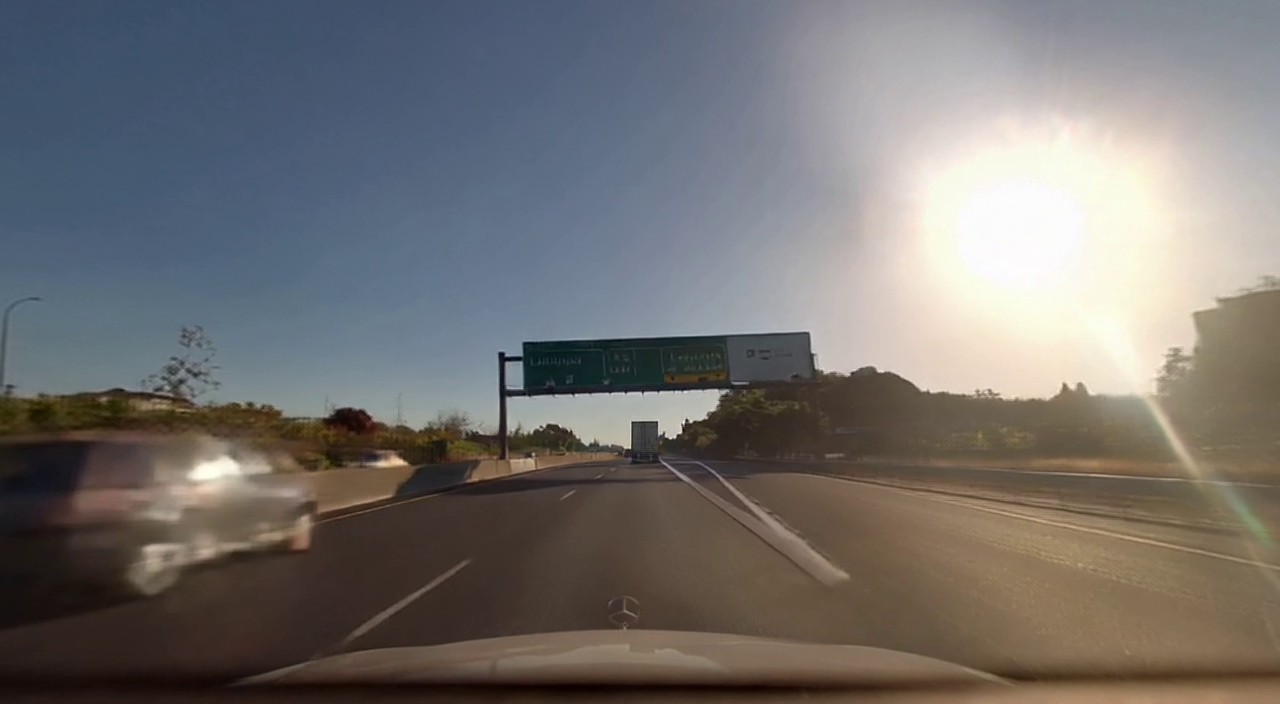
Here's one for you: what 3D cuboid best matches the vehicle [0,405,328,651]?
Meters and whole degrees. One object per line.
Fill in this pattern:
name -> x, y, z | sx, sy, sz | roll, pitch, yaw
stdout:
vehicle -> -5.283, 1.467, 5.997 | 2.016, 1.636, 4.964 | 0, -9, 1

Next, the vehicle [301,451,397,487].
vehicle -> -13.101, 5.261, 28.772 | 2.100, 1.468, 4.684 | 0, -9, 1
